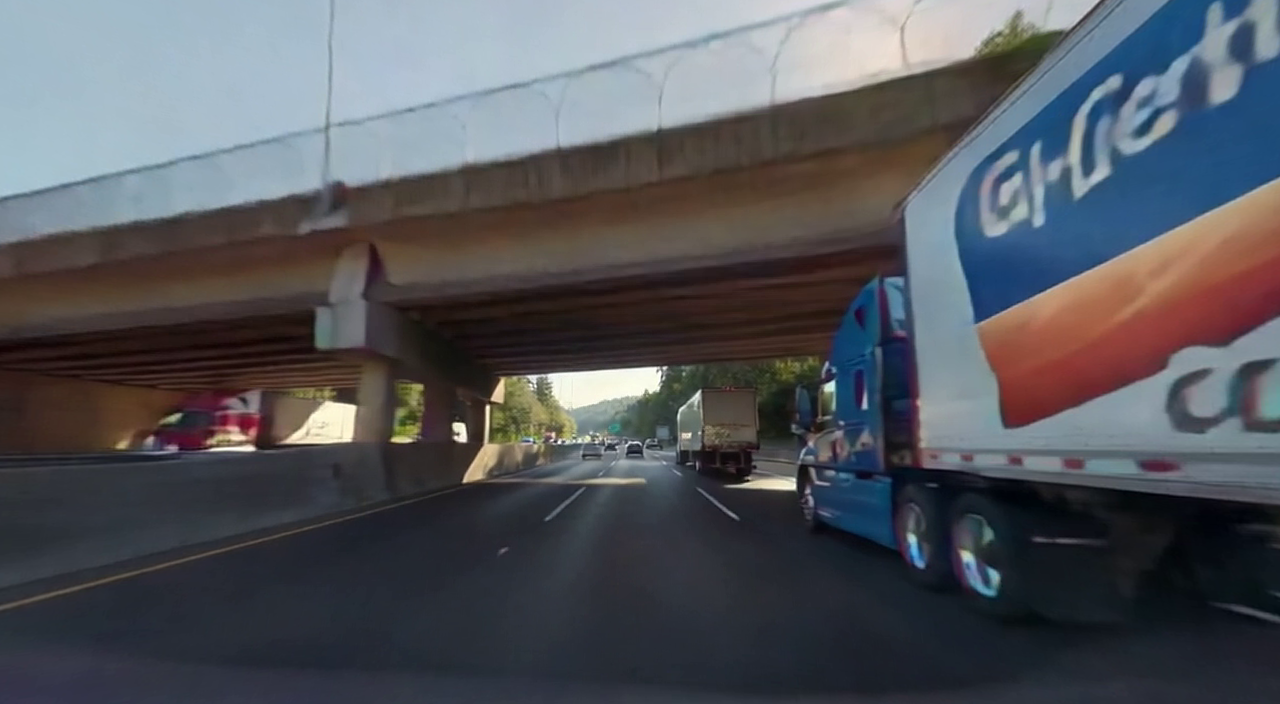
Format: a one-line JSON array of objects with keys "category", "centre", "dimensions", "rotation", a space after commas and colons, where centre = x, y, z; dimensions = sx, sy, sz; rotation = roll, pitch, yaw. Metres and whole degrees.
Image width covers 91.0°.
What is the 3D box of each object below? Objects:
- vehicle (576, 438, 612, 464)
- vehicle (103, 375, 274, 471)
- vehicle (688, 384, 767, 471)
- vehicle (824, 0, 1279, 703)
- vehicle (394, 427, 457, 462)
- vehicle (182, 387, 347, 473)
[{"category": "vehicle", "centre": [-3.147, 6.851, 43.758], "dimensions": [2.206, 1.644, 4.027], "rotation": [0, -8, 0]}, {"category": "vehicle", "centre": [-20.057, 3.282, 28.549], "dimensions": [3.108, 3.882, 5.974], "rotation": [0, -8, 0]}, {"category": "vehicle", "centre": [4.435, 4.206, 34.038], "dimensions": [3.085, 4.062, 8.965], "rotation": [0, -9, 1]}, {"category": "vehicle", "centre": [3.791, -0.669, 0.384], "dimensions": [3.116, 3.992, 13.748], "rotation": [0, -8, 0]}, {"category": "vehicle", "centre": [-11.982, 5.211, 35.494], "dimensions": [1.971, 1.816, 4.350], "rotation": [0, -8, 0]}, {"category": "vehicle", "centre": [-15.999, 3.482, 27.638], "dimensions": [2.704, 3.282, 7.174], "rotation": [-1, -8, 1]}]
